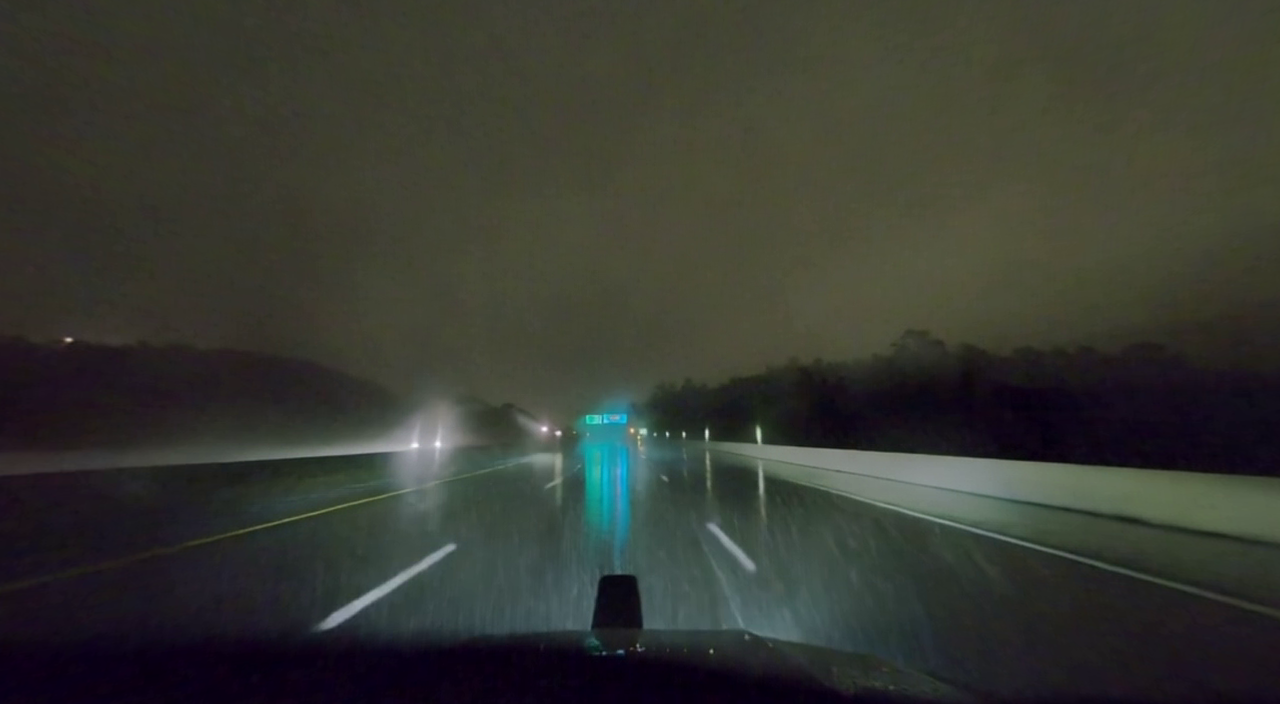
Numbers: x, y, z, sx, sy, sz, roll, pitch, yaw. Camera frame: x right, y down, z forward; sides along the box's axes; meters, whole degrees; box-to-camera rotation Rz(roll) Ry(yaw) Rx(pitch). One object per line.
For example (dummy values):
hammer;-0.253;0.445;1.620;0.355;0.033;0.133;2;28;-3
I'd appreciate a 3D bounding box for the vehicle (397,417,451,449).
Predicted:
vehicle;-16.985;6.452;49.844;2.282;2.406;5.880;0;-8;-1
